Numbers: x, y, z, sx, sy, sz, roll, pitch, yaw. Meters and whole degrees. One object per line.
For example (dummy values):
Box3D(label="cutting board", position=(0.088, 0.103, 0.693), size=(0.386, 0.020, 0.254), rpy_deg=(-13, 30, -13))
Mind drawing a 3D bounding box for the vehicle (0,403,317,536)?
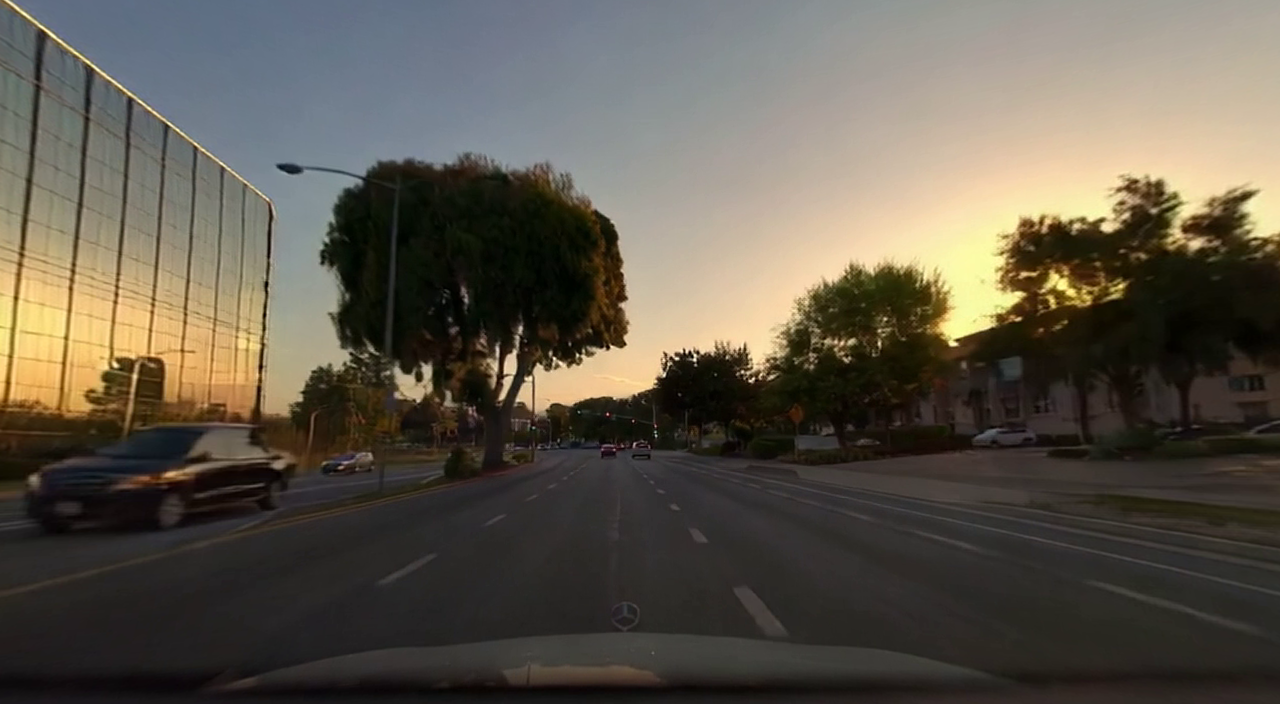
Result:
Box3D(label="vehicle", position=(-9.074, 2.279, 12.604), size=(2.631, 1.990, 5.787), rpy_deg=(0, -10, -5))

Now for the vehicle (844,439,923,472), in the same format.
Box3D(label="vehicle", position=(12.407, 5.293, 32.496), size=(2.024, 1.575, 4.498), rpy_deg=(0, -8, -4))

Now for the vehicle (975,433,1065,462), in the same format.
Box3D(label="vehicle", position=(24.771, 6.239, 41.279), size=(4.463, 1.786, 2.110), rpy_deg=(0, -8, -1))

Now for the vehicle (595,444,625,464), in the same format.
Box3D(label="vehicle", position=(-2.250, 7.525, 46.782), size=(2.080, 1.445, 4.096), rpy_deg=(0, -8, -3))
